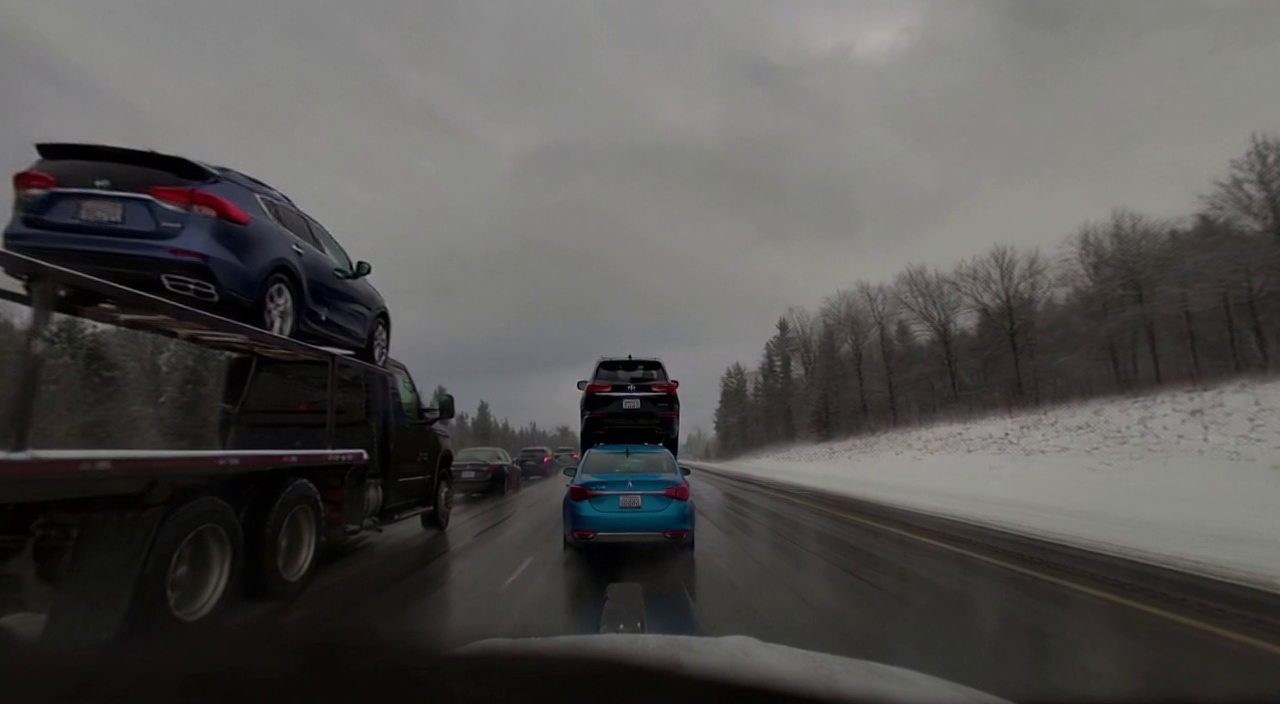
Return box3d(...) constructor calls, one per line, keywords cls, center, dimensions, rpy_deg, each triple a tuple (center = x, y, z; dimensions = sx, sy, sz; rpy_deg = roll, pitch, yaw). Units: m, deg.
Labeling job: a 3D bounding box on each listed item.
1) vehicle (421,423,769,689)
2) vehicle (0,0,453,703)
box3d(cls="vehicle", center=(-0.275, 1.439, 5.404), dimensions=(1.991, 1.507, 3.391), rpy_deg=(0, -9, -1))
box3d(cls="vehicle", center=(-4.549, -0.065, 3.365), dimensions=(2.836, 4.059, 14.286), rpy_deg=(0, -9, 0))
